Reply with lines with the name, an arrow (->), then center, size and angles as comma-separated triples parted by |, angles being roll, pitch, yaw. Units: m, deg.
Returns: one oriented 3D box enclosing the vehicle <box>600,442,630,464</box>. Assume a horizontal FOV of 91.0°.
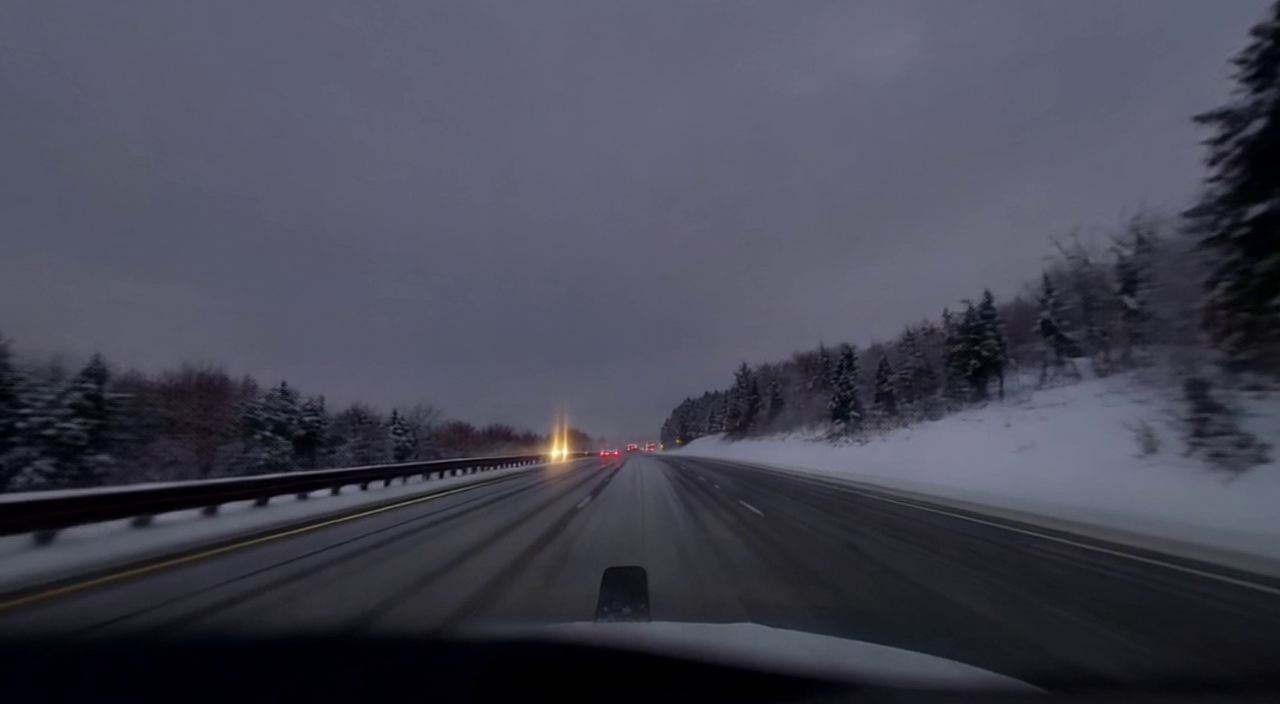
vehicle -> -1.782, 7.359, 45.933 | 2.050, 1.530, 4.144 | 0, -8, 0
